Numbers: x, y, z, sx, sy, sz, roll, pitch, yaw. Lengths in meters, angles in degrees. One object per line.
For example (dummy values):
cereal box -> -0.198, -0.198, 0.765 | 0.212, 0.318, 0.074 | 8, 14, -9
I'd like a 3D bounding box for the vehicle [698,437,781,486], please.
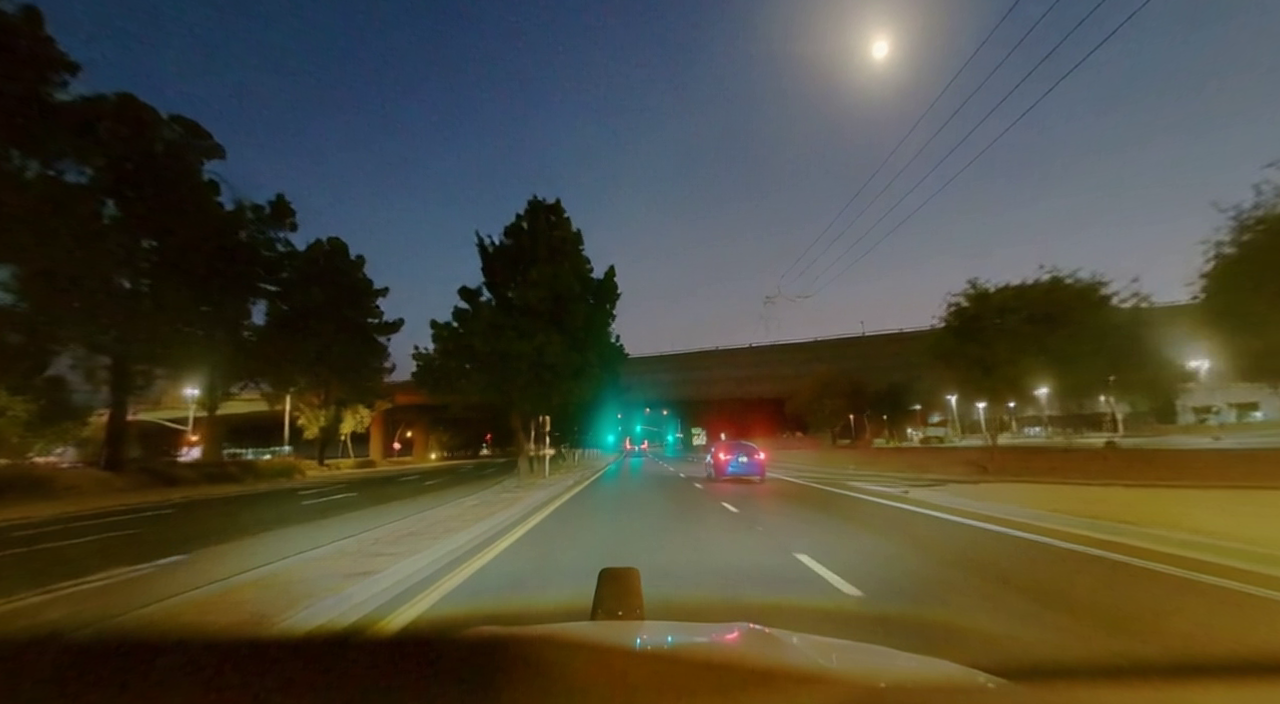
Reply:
vehicle -> 3.291, 3.727, 21.867 | 2.062, 1.484, 4.332 | 0, -8, -1
